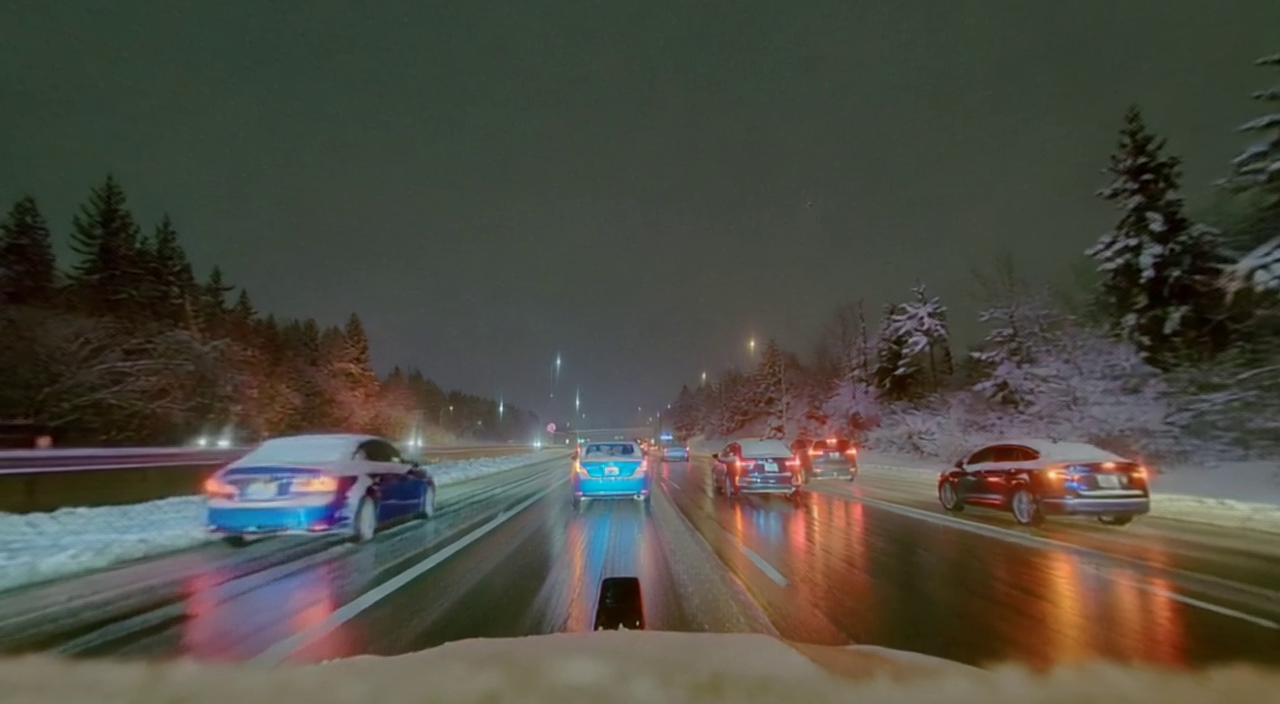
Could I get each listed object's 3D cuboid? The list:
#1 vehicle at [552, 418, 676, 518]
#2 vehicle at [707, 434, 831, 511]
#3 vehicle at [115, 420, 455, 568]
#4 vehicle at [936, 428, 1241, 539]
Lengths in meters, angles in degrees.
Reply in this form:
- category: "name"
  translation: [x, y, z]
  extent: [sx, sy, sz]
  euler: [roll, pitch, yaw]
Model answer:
- category: "vehicle"
  translation: [-0.488, 2.344, 13.154]
  extent: [2.181, 1.728, 3.970]
  euler: [1, -9, -1]
- category: "vehicle"
  translation: [2.861, 2.793, 15.038]
  extent: [1.975, 1.532, 4.227]
  euler: [1, -9, -1]
- category: "vehicle"
  translation: [-4.505, 1.881, 9.198]
  extent: [2.071, 1.537, 4.912]
  euler: [1, -9, 0]
- category: "vehicle"
  translation: [7.879, 2.337, 11.865]
  extent: [2.106, 1.641, 4.671]
  euler: [1, -9, -4]
